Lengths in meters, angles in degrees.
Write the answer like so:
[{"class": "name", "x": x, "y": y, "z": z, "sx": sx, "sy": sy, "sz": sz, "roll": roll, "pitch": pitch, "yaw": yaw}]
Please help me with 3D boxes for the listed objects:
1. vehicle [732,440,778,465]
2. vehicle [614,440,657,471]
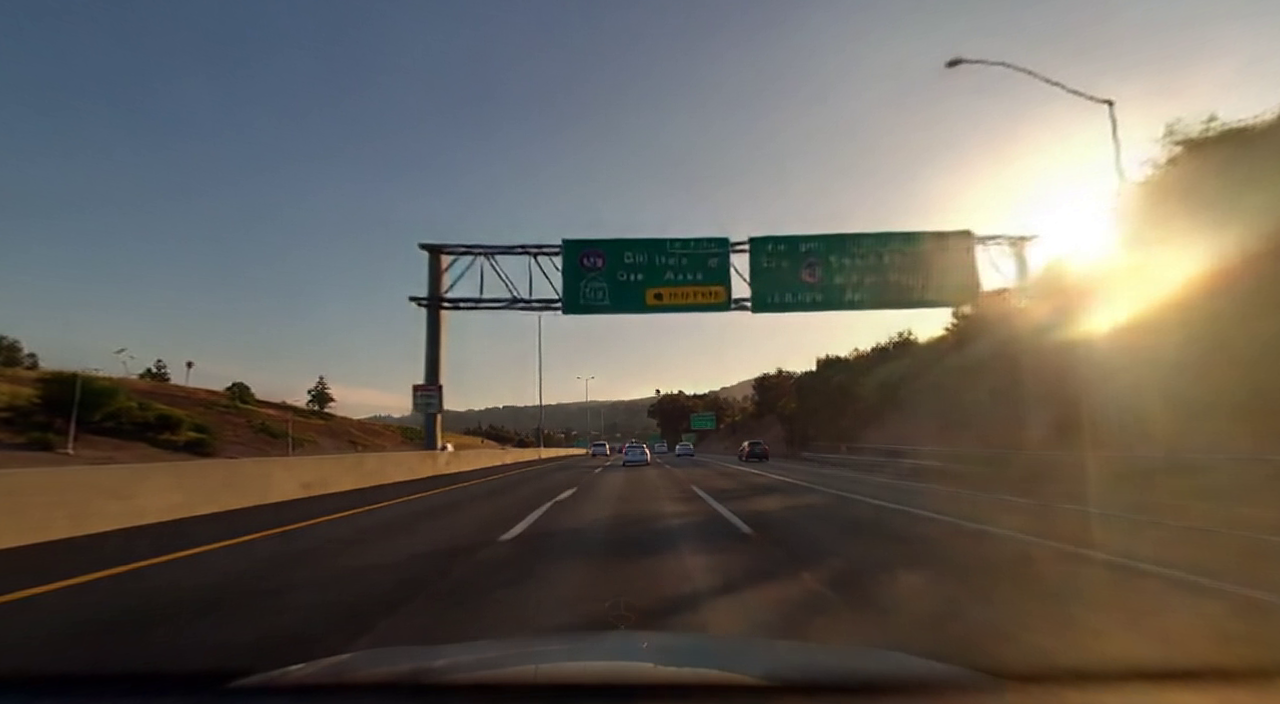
[{"class": "vehicle", "x": 6.972, "y": 6.141, "z": 38.721, "sx": 1.935, "sy": 1.478, "sz": 4.433, "roll": 0, "pitch": -9, "yaw": -1}, {"class": "vehicle", "x": -0.244, "y": 5.188, "z": 31.920, "sx": 1.985, "sy": 1.457, "sz": 4.227, "roll": 0, "pitch": -9, "yaw": -1}]
